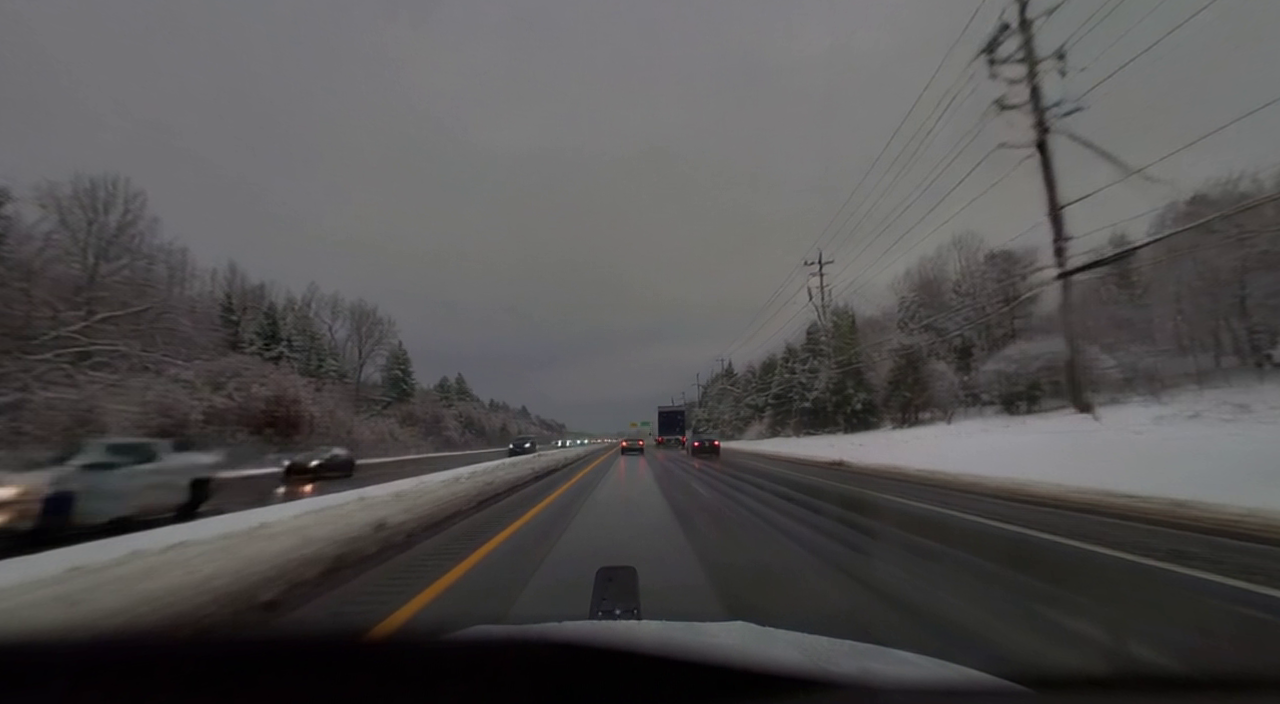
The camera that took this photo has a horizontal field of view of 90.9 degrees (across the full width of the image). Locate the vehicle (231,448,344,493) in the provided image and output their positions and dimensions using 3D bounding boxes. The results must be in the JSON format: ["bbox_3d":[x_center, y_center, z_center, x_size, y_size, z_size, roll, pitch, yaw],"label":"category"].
[{"bbox_3d":[-13.373,4.468,24.243,1.866,1.463,4.346,0,-8,-1],"label":"vehicle"}]

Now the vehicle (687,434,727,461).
[{"bbox_3d":[4.038,5.819,38.610,1.930,1.573,3.853,0,-8,-2],"label":"vehicle"}]

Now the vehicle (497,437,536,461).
[{"bbox_3d":[-9.369,7.389,48.248,2.056,1.650,4.770,0,-8,0],"label":"vehicle"}]

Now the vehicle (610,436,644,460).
[{"bbox_3d":[-0.870,6.339,41.898,2.163,1.466,3.693,0,-8,-1],"label":"vehicle"}]

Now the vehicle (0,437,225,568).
[{"bbox_3d":[-9.230,2.227,10.255,2.031,1.646,4.303,0,-8,-1],"label":"vehicle"}]
